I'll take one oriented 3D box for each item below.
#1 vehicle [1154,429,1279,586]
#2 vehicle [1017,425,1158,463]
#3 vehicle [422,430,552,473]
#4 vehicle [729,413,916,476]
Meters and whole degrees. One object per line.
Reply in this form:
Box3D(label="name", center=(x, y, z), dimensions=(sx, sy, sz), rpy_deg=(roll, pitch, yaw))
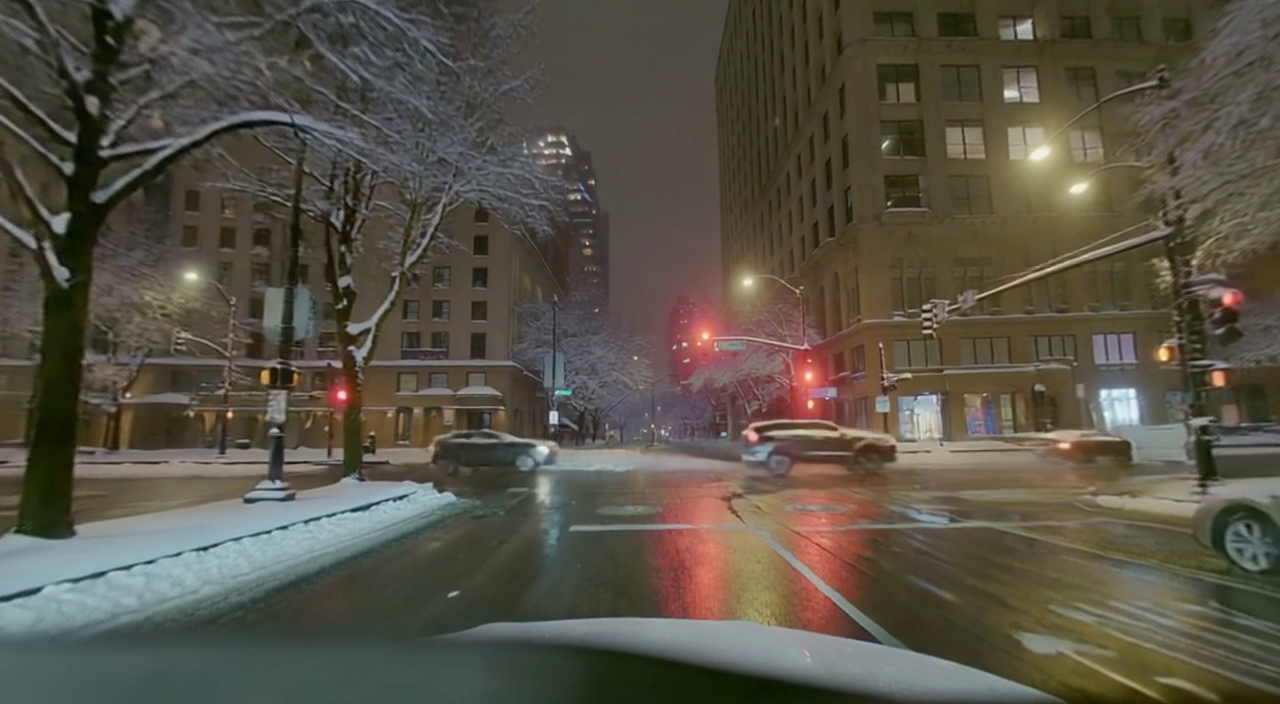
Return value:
Box3D(label="vehicle", center=(7.126, 1.323, 4.975), dimensions=(1.936, 1.489, 4.885), rpy_deg=(0, -8, -2))
Box3D(label="vehicle", center=(18.318, 3.770, 25.970), dimensions=(4.503, 1.475, 1.789), rpy_deg=(0, -9, -5))
Box3D(label="vehicle", center=(-5.614, 3.704, 23.642), dimensions=(4.482, 1.492, 1.805), rpy_deg=(0, -9, -5))
Box3D(label="vehicle", center=(6.074, 3.141, 21.553), dimensions=(5.659, 1.967, 2.149), rpy_deg=(0, -8, -5))
